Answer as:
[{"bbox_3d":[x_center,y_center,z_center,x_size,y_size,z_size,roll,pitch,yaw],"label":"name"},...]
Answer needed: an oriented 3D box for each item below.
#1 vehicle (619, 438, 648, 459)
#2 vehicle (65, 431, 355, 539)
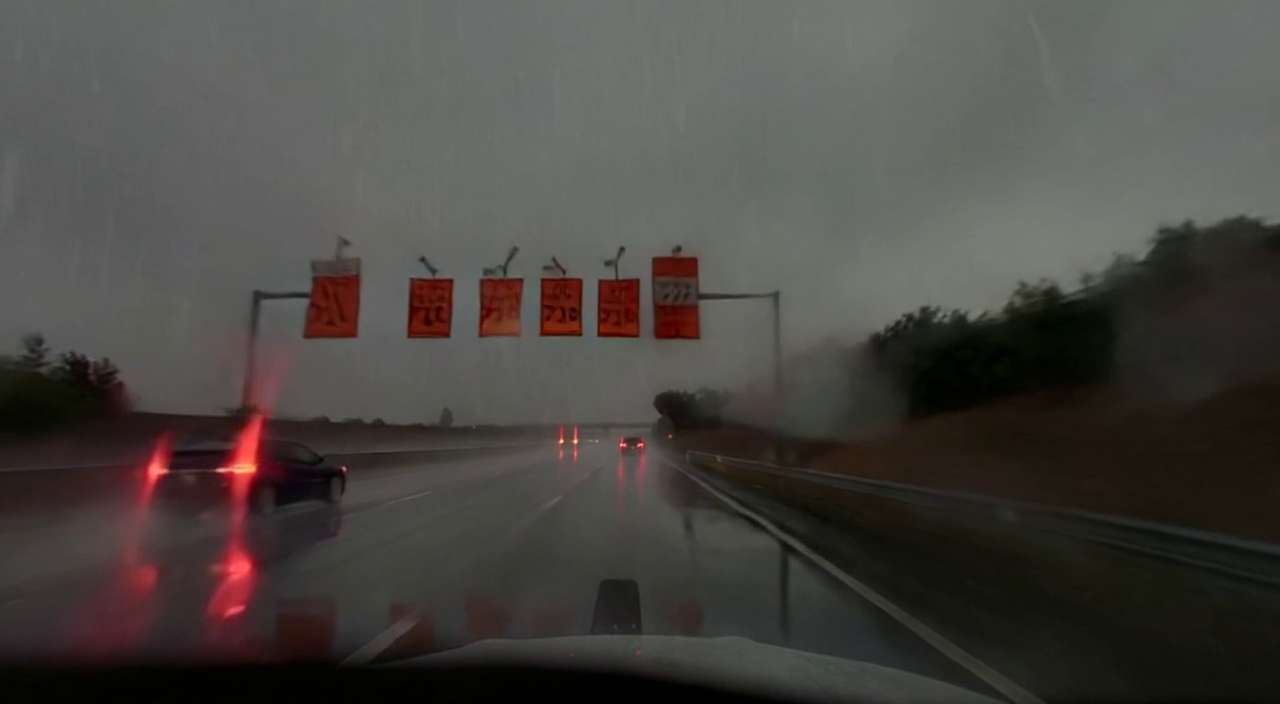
[{"bbox_3d":[-0.485,7.159,46.758,2.072,1.440,3.690,0,-8,-1],"label":"vehicle"},{"bbox_3d":[-7.200,2.237,11.366,1.939,1.504,4.727,0,-8,-1],"label":"vehicle"}]
